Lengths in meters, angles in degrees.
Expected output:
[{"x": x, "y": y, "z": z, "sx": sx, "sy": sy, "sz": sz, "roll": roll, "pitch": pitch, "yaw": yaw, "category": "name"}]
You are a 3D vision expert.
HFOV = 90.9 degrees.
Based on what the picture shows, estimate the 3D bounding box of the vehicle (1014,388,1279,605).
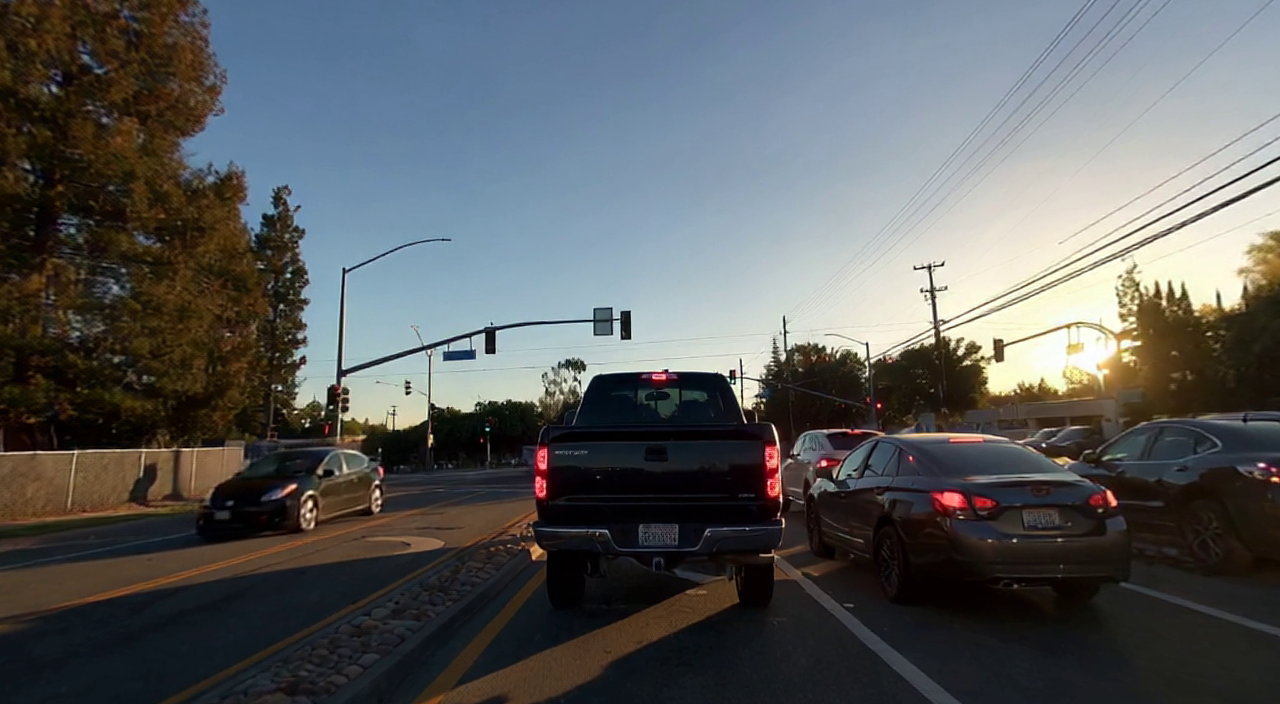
[{"x": 6.154, "y": 1.366, "z": 6.449, "sx": 1.982, "sy": 1.727, "sz": 4.352, "roll": 0, "pitch": -8, "yaw": 1, "category": "vehicle"}]

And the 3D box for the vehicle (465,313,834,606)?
[{"x": 0.110, "y": 1.267, "z": 8.042, "sx": 2.831, "sy": 2.284, "sz": 6.149, "roll": 0, "pitch": -8, "yaw": 1, "category": "vehicle"}]

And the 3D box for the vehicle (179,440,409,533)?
[{"x": -7.282, "y": 2.835, "z": 14.024, "sx": 2.369, "sy": 1.690, "sz": 4.529, "roll": 0, "pitch": -8, "yaw": 3, "category": "vehicle"}]

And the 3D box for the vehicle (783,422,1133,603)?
[{"x": 3.116, "y": 1.643, "z": 7.354, "sx": 1.993, "sy": 1.495, "sz": 4.060, "roll": 0, "pitch": -8, "yaw": 1, "category": "vehicle"}]
